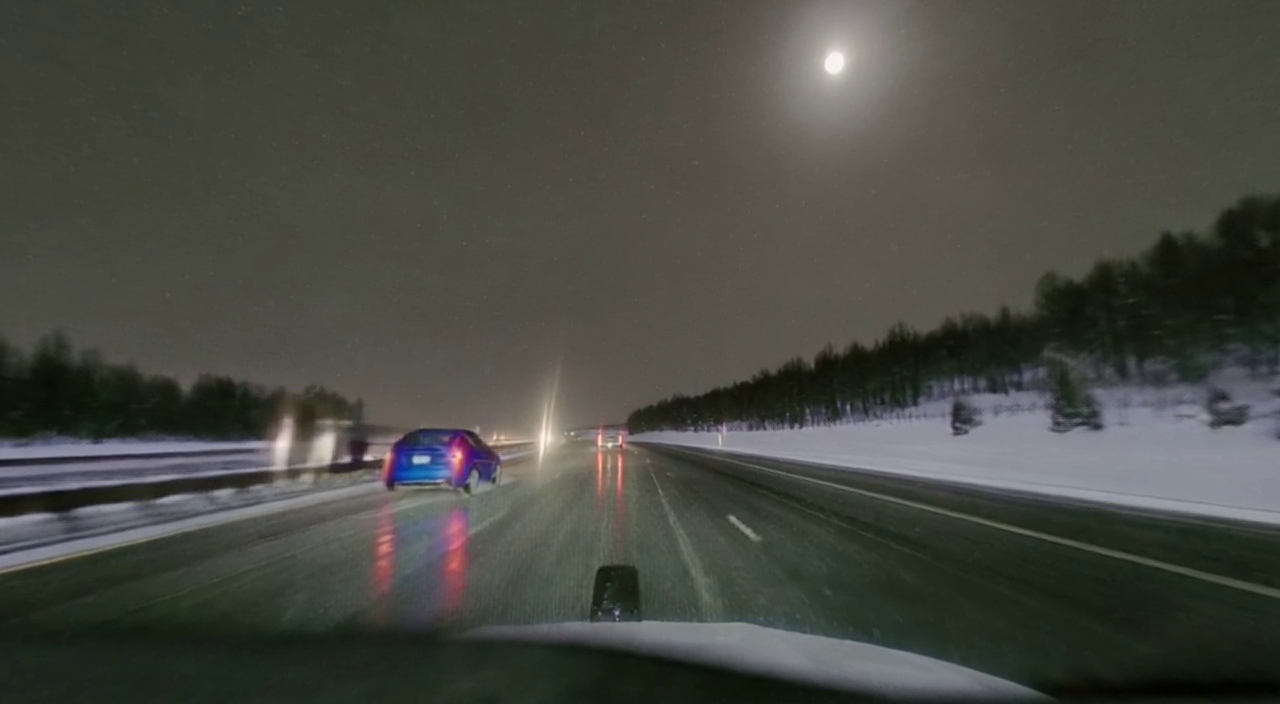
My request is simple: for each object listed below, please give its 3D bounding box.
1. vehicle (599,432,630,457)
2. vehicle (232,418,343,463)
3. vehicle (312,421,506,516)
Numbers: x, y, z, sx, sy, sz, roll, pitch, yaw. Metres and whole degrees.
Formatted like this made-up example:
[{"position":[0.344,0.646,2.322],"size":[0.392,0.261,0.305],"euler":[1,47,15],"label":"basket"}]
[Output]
[{"position":[-1.710,6.148,42.124],"size":[1.997,1.589,4.179],"euler":[0,-8,-3],"label":"vehicle"},{"position":[-12.894,3.272,23.396],"size":[1.829,1.475,4.093],"euler":[0,-8,-1],"label":"vehicle"},{"position":[-4.360,2.268,12.981],"size":[2.141,1.534,5.099],"euler":[0,-8,-1],"label":"vehicle"}]
